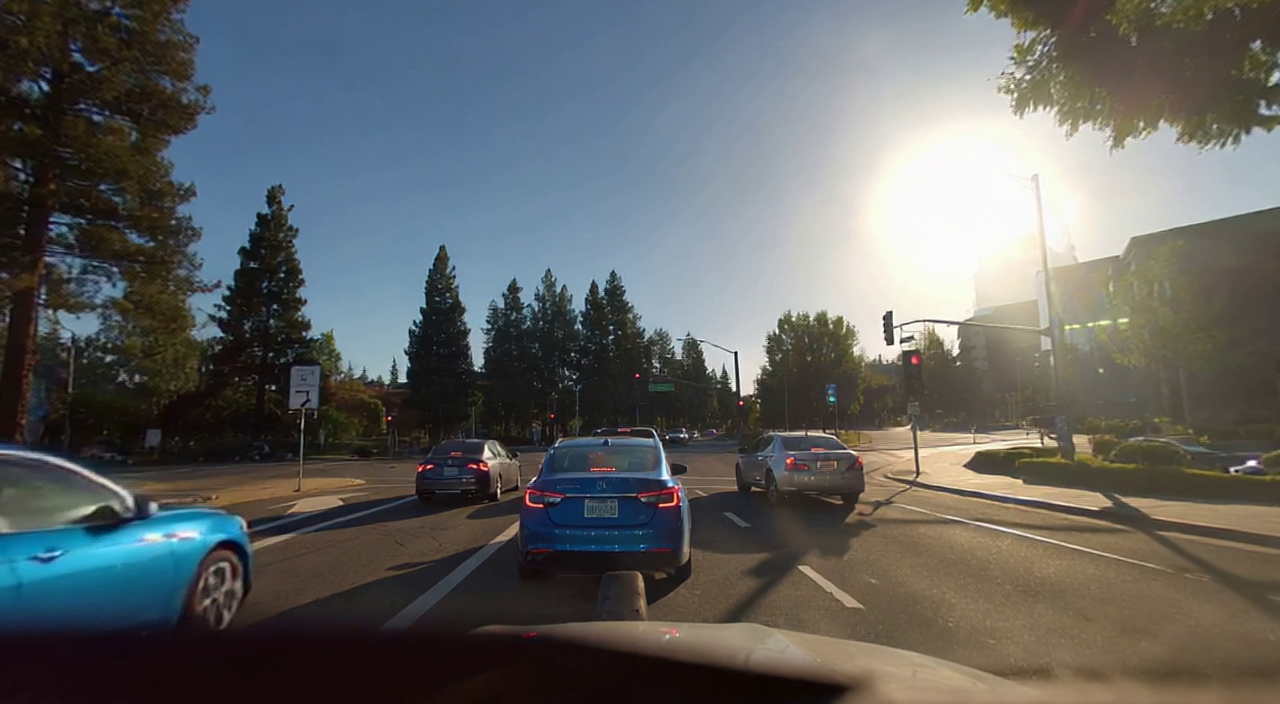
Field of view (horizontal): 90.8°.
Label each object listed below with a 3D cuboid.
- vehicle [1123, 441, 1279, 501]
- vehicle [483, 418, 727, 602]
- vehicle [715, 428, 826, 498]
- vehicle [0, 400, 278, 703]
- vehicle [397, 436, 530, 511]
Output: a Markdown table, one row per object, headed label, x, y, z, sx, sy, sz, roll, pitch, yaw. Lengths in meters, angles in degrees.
| label | x | y | z | sx | sy | sz | roll | pitch | yaw |
| --- | --- | --- | --- | --- | --- | --- | --- | --- | --- |
| vehicle | 15.177 | 3.030 | 16.273 | 3.951 | 1.418 | 1.842 | 0 | -8 | -3 |
| vehicle | -0.358 | 1.641 | 7.495 | 2.045 | 1.533 | 4.183 | 0 | -8 | -2 |
| vehicle | 3.427 | 3.008 | 17.510 | 2.028 | 1.678 | 4.220 | 0 | -8 | -2 |
| vehicle | -3.741 | 0.928 | 2.486 | 2.074 | 1.485 | 4.395 | 0 | -8 | -1 |
| vehicle | -3.781 | 2.663 | 14.293 | 1.998 | 1.452 | 3.773 | 0 | -8 | -2 |
